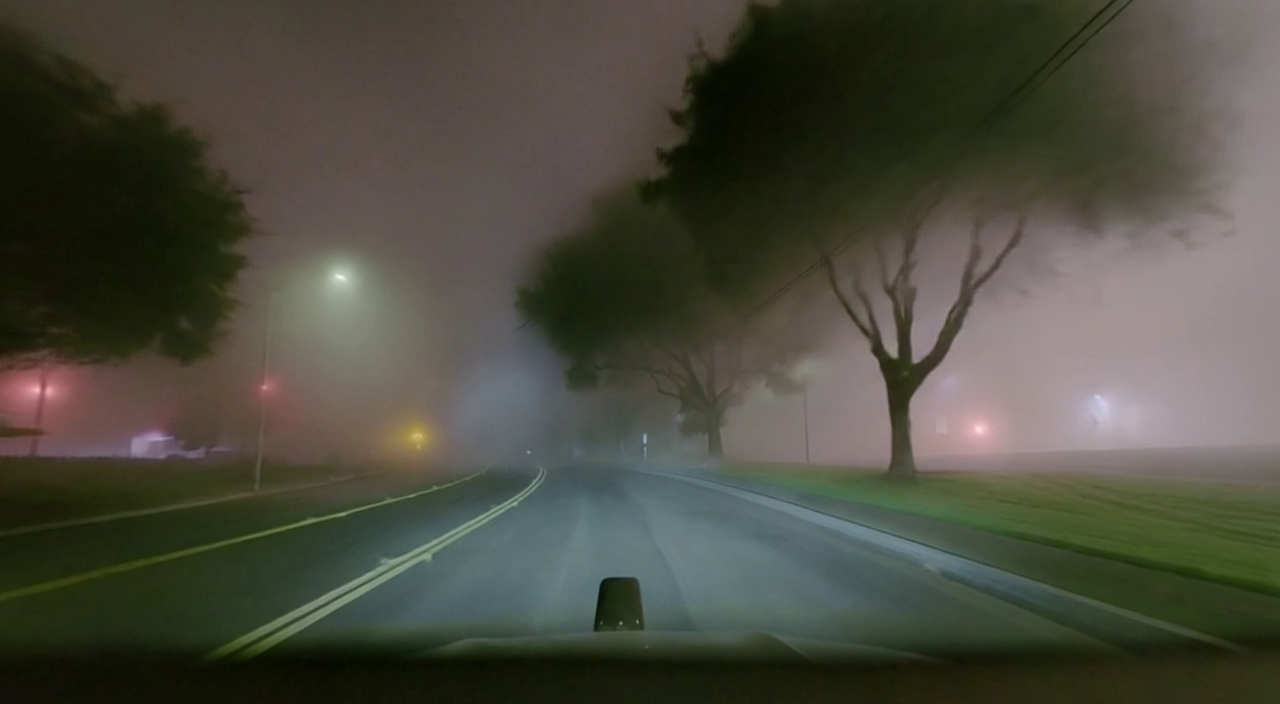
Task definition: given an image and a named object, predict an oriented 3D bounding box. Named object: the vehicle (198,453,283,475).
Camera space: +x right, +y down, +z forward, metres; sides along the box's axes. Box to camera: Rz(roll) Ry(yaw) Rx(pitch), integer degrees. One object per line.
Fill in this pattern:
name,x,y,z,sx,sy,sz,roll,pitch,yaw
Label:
vehicle,-27.767,7.802,44.056,4.527,1.441,2.024,1,-8,-7
